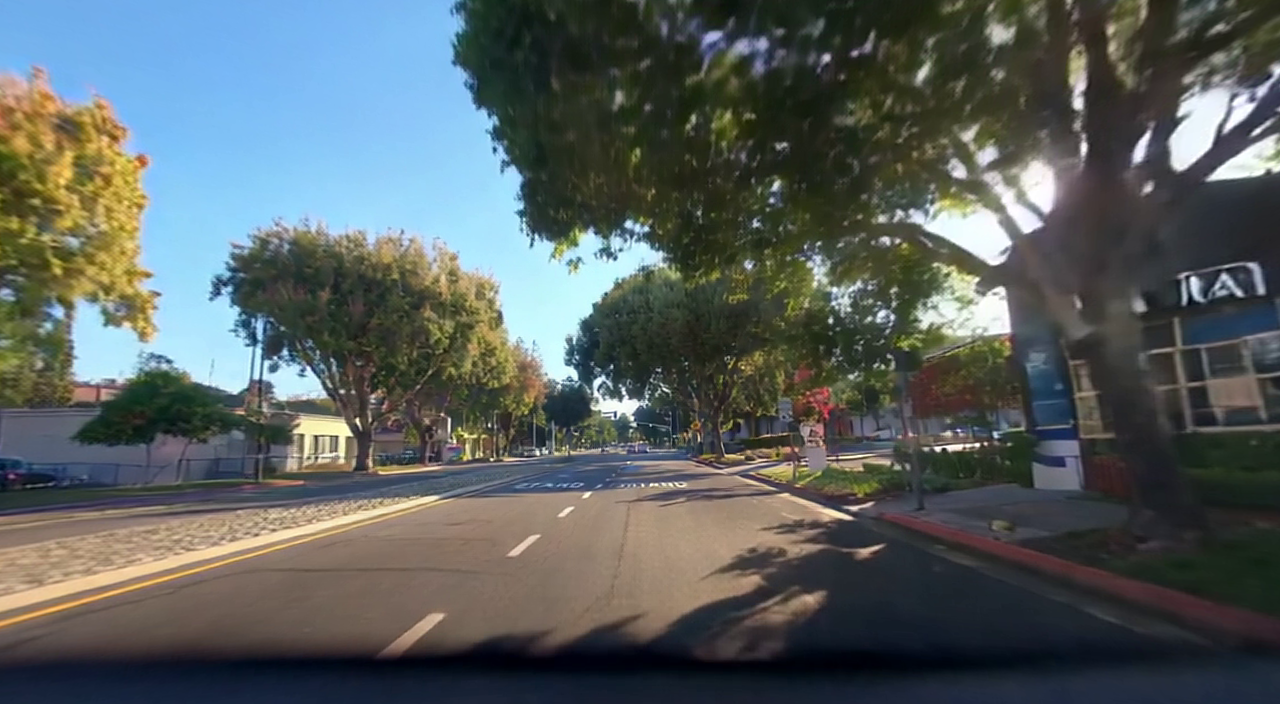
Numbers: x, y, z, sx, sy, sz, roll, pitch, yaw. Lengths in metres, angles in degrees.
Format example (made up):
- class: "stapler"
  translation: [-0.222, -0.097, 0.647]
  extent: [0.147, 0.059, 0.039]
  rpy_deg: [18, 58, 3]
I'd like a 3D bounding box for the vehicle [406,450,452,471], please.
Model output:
- class: "vehicle"
  translation: [-16.697, 8.601, 49.979]
  extent: [1.861, 1.541, 4.530]
  rpy_deg: [-1, -9, 3]
